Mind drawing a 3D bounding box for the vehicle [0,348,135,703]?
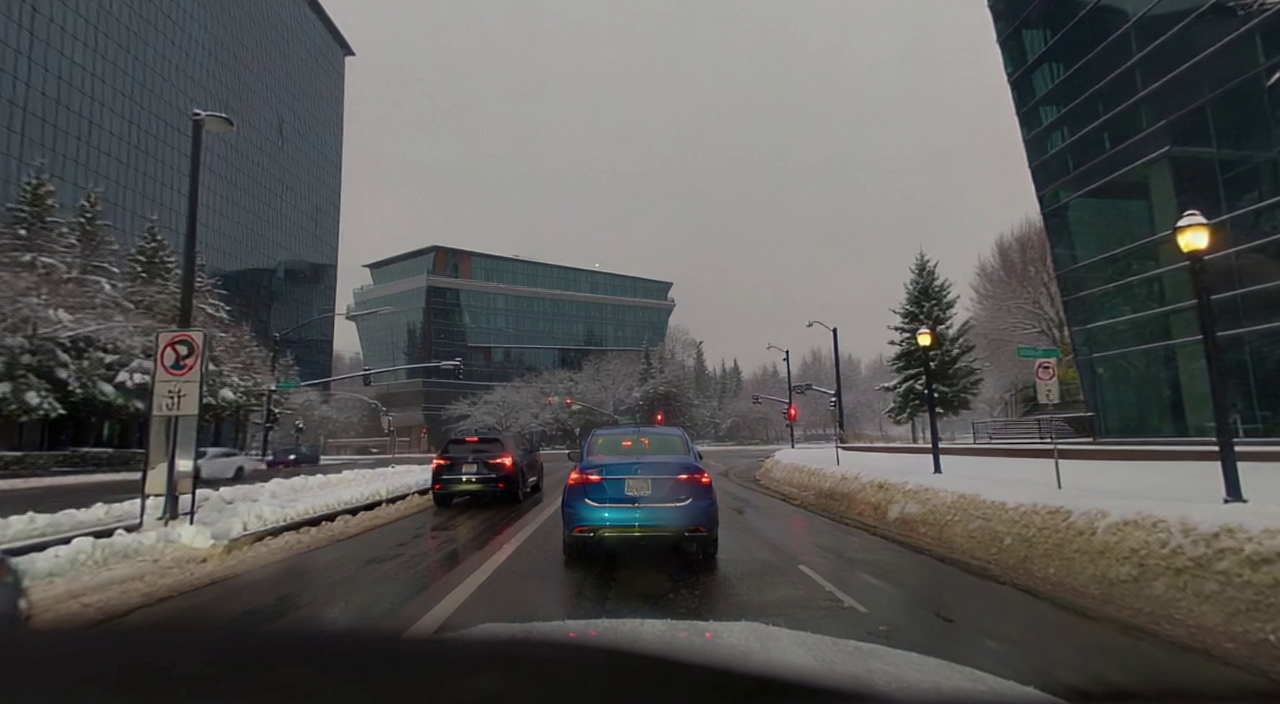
[{"bbox_3d":[-3.615,0.602,0.934,2.083,1.691,4.398,0,-8,0],"label":"vehicle"}]

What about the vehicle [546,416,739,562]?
[{"bbox_3d":[0.013,1.885,9.408,2.207,1.659,4.155,0,-8,0],"label":"vehicle"}]

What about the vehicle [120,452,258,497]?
[{"bbox_3d":[-16.516,4.487,23.485,1.826,1.422,4.490,0,-8,0],"label":"vehicle"}]

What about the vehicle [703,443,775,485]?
[{"bbox_3d":[3.709,4.258,24.459,2.082,1.445,4.426,0,-8,0],"label":"vehicle"}]

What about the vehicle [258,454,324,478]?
[{"bbox_3d":[-23.092,7.542,42.045,1.830,1.454,4.451,0,-8,0],"label":"vehicle"}]

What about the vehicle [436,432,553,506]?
[{"bbox_3d":[-3.620,2.989,16.581,2.068,1.678,4.199,0,-8,0],"label":"vehicle"}]
